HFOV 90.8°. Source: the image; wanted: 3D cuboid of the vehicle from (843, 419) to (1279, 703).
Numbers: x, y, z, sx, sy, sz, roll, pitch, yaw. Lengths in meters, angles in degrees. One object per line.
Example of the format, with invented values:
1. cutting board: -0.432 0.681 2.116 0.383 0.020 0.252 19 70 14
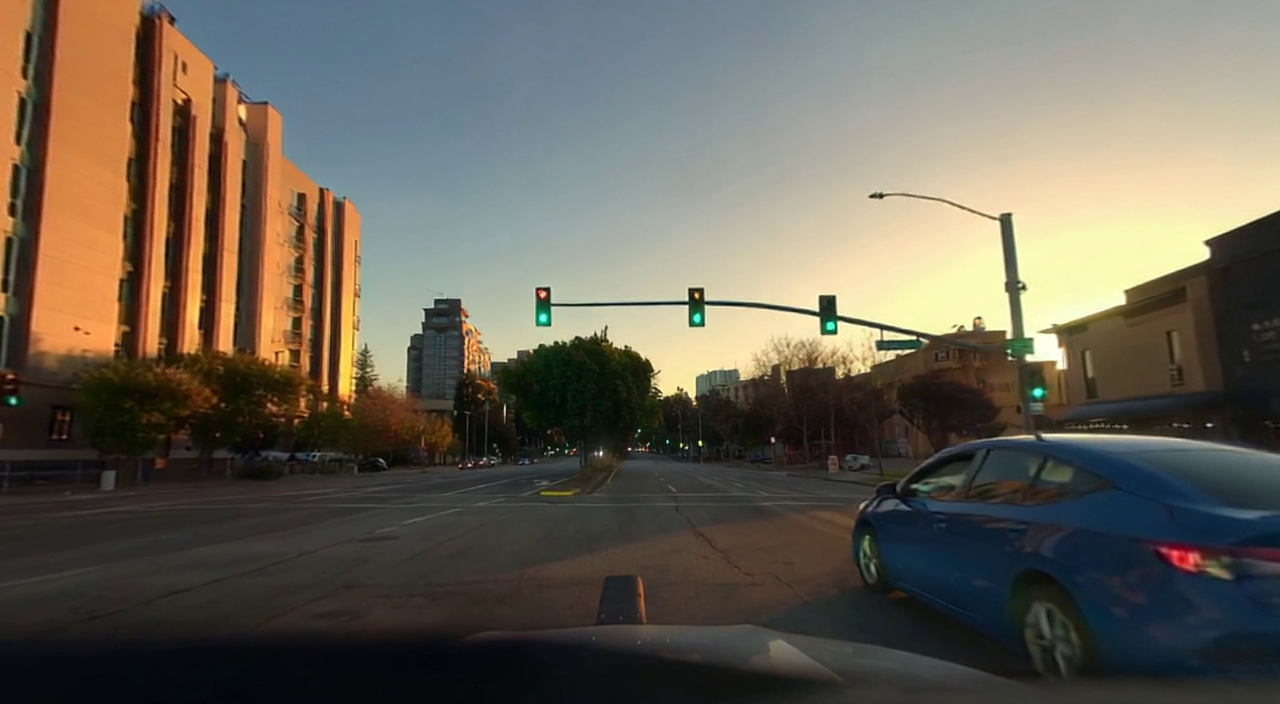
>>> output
1. vehicle: 3.113 1.261 4.123 2.015 1.455 4.615 0 -9 0
